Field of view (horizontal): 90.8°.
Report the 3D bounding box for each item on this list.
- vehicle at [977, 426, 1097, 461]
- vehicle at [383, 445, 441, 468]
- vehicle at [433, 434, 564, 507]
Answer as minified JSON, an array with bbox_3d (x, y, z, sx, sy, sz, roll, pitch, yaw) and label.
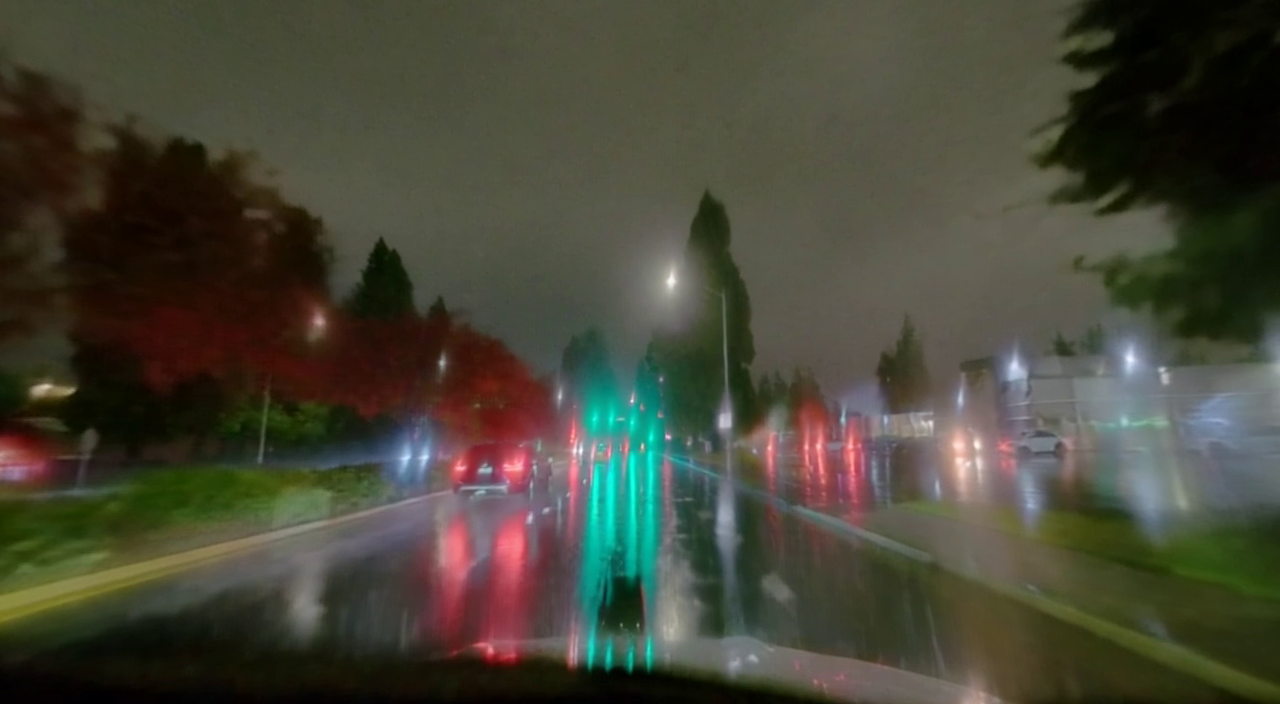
[{"bbox_3d":[19.312,4.482,30.856,4.465,1.587,2.178,0,-11,-7],"label":"vehicle"},{"bbox_3d":[-14.759,6.762,41.187,2.114,1.429,4.532,0,-8,-1],"label":"vehicle"},{"bbox_3d":[-3.219,2.813,15.538,2.011,1.498,4.914,0,-8,1],"label":"vehicle"}]
